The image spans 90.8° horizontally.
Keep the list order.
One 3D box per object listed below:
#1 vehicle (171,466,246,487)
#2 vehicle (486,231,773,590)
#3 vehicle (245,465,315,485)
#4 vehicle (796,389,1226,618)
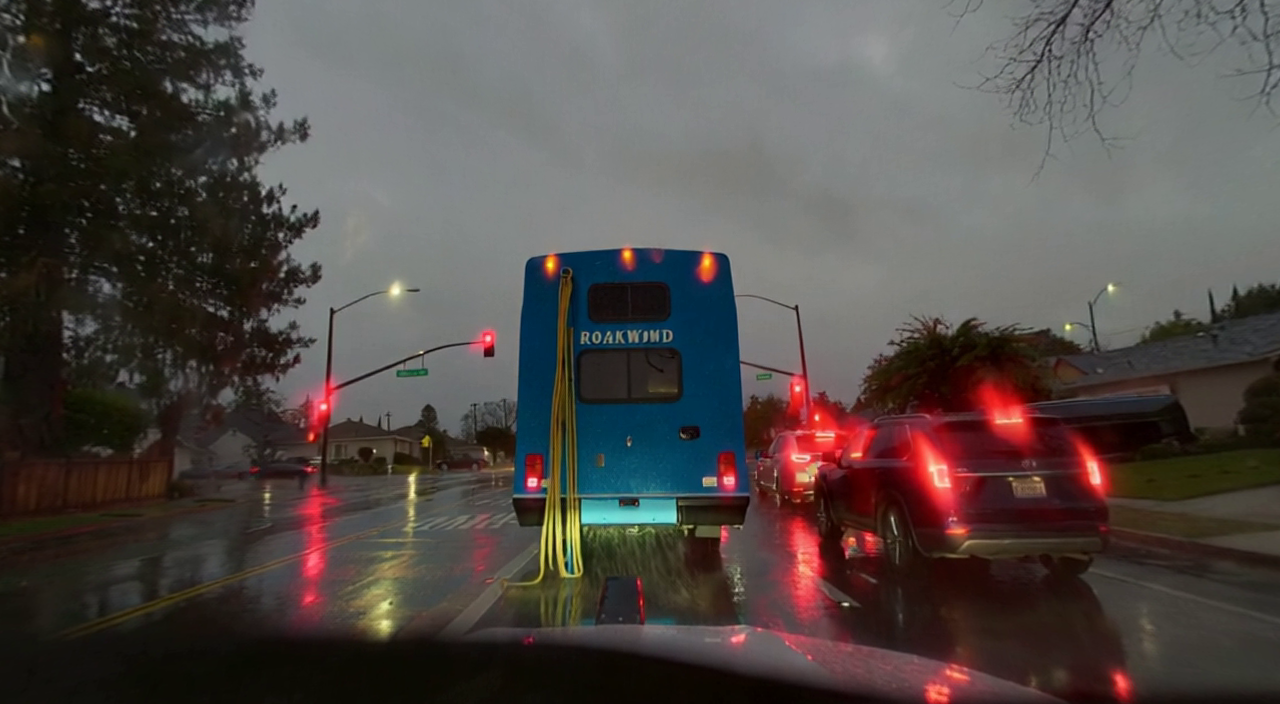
[{"bbox_3d":[-32.693,9.405,47.958,4.311,1.458,1.707,0,-9,-3],"label":"vehicle"},{"bbox_3d":[-0.100,1.109,10.273,2.709,3.511,8.213,0,-9,0],"label":"vehicle"},{"bbox_3d":[-27.403,9.357,48.145,4.187,1.445,1.809,0,-9,0],"label":"vehicle"},{"bbox_3d":[3.404,1.491,7.121,2.104,1.735,4.408,0,-9,0],"label":"vehicle"}]
